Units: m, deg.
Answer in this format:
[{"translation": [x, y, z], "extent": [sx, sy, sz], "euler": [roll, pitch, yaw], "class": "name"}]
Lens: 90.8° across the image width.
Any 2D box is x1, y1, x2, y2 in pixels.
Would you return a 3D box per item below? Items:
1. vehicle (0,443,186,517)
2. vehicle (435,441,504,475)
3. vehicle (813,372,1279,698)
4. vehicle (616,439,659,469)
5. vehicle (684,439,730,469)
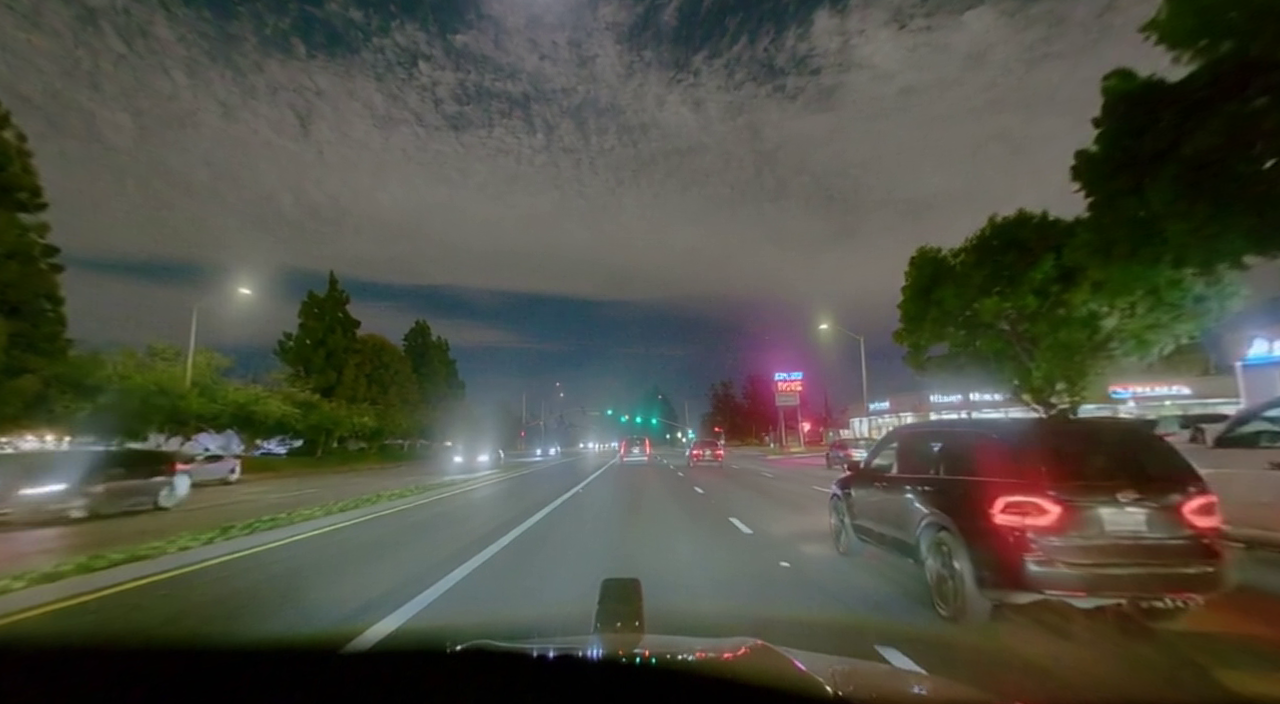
[{"translation": [-14.660, 3.254, 16.634], "extent": [1.963, 1.627, 4.602], "euler": [-1, -8, 0], "class": "vehicle"}, {"translation": [-8.214, 5.148, 30.938], "extent": [2.062, 1.499, 4.528], "euler": [0, -8, 1], "class": "vehicle"}, {"translation": [3.148, 1.235, 5.440], "extent": [2.022, 1.643, 4.326], "euler": [0, -8, -1], "class": "vehicle"}, {"translation": [-0.114, 5.328, 33.228], "extent": [2.135, 1.468, 4.076], "euler": [0, -8, 0], "class": "vehicle"}, {"translation": [3.448, 5.307, 33.116], "extent": [1.889, 1.473, 4.303], "euler": [0, -8, -1], "class": "vehicle"}]
